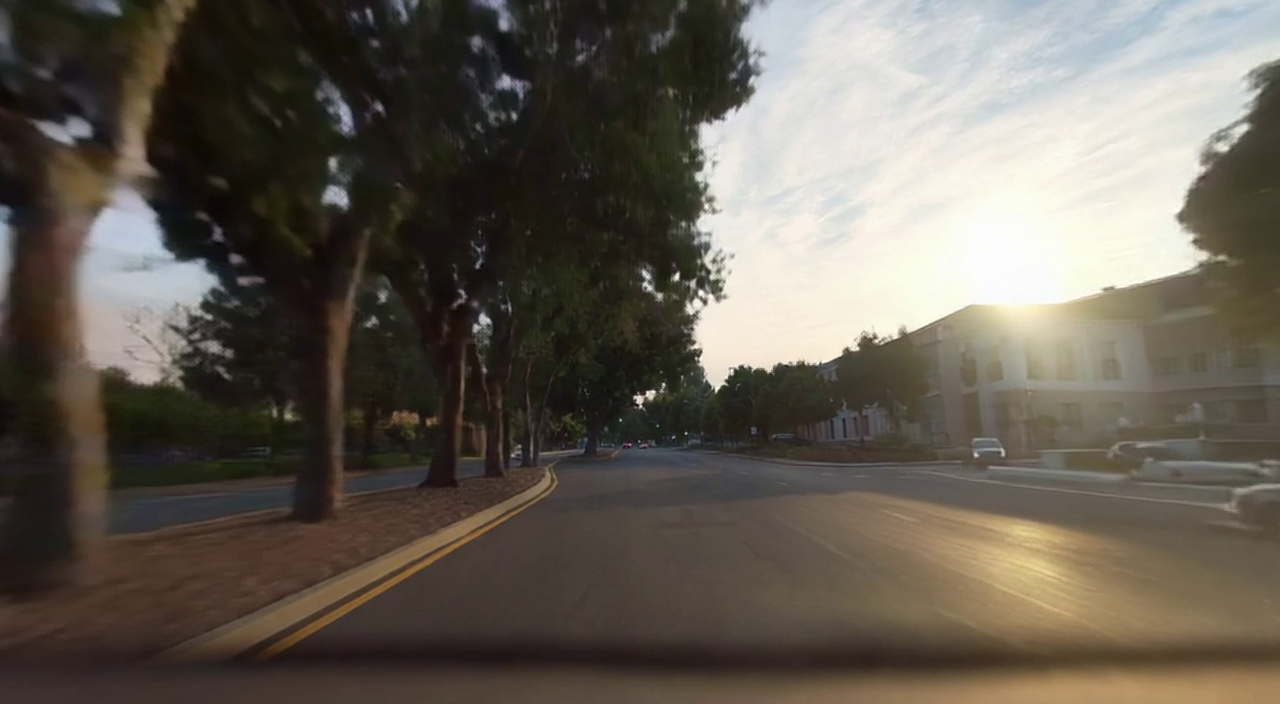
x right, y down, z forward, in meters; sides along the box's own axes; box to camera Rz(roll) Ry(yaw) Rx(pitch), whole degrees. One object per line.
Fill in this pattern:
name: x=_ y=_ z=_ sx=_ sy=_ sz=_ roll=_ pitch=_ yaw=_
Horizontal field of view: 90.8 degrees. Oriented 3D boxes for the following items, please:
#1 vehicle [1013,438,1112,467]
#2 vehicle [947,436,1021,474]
vehicle: x=25.467 y=6.058 z=38.195 sx=1.775 sy=1.592 sz=4.561 roll=8 pitch=-11 yaw=-41
vehicle: x=16.986 y=5.081 z=31.295 sx=2.630 sy=1.808 sz=1.657 roll=0 pitch=-9 yaw=3
